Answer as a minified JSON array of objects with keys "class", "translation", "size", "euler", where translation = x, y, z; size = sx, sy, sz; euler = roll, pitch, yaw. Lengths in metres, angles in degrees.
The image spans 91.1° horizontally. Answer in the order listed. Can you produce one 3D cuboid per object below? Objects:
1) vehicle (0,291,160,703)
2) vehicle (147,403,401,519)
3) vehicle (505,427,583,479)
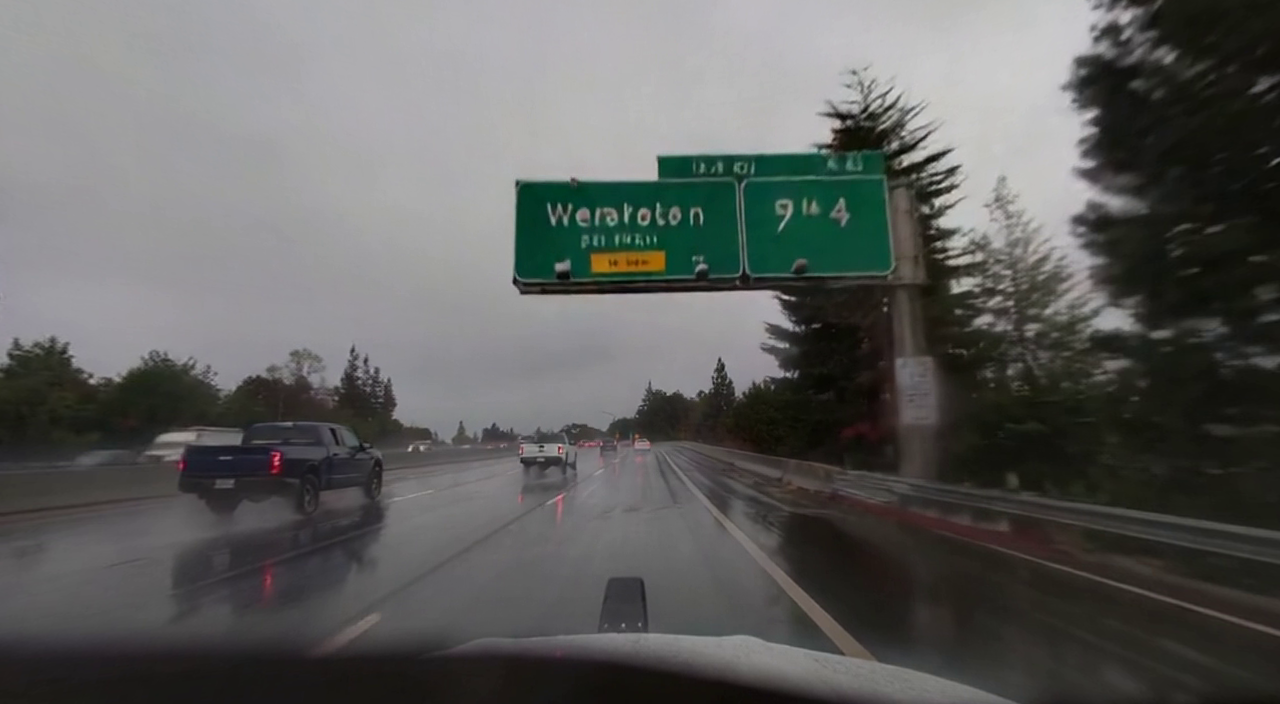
[{"class":"vehicle","translation":[-3.805,0.482,1.125],"size":[2.079,1.929,4.748],"euler":[0,-8,0]},{"class":"vehicle","translation":[-7.269,2.245,13.411],"size":[2.160,1.949,5.293],"euler":[0,-8,1]},{"class":"vehicle","translation":[-3.559,3.888,24.405],"size":[2.142,1.789,5.009],"euler":[0,-8,1]}]
